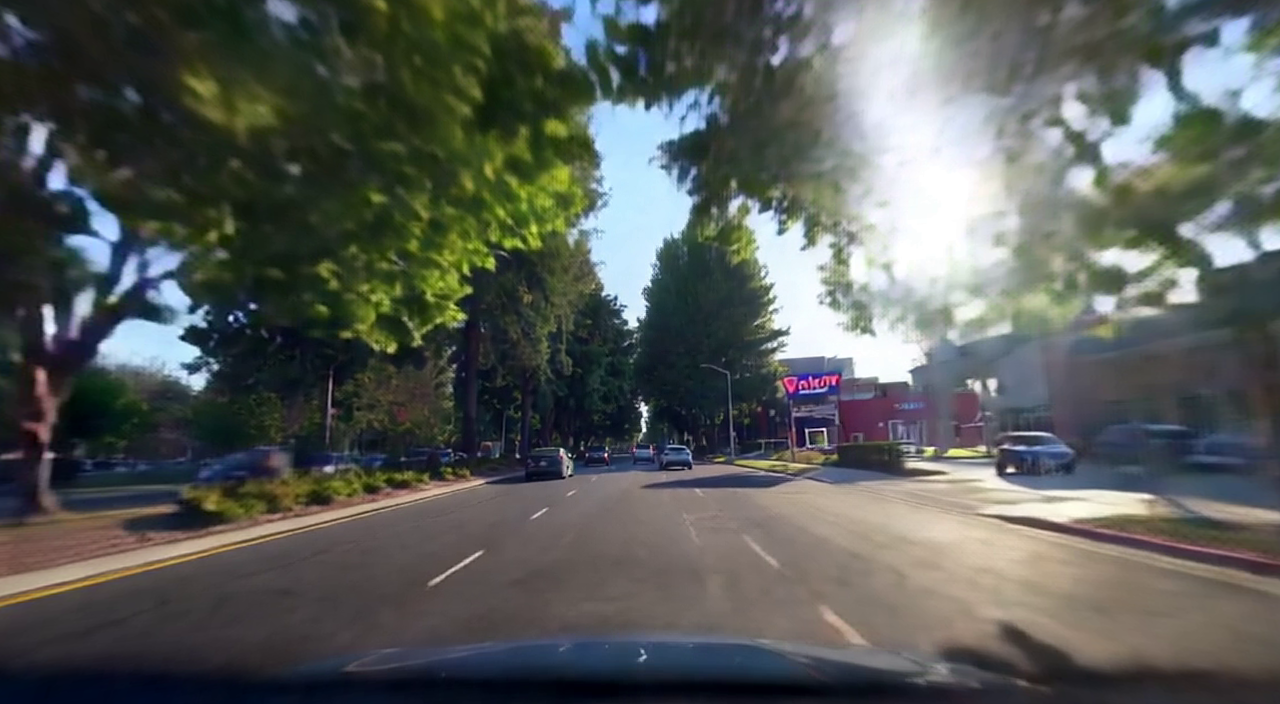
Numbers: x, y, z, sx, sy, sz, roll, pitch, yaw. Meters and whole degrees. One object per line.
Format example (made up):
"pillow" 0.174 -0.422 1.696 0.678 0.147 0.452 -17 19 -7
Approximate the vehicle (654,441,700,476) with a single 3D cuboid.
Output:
"vehicle" 1.747 5.158 30.749 1.922 1.579 3.642 0 -9 -2

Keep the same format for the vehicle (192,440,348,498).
"vehicle" -12.569 3.975 21.970 2.047 1.729 5.470 0 -9 1

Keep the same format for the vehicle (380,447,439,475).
"vehicle" -15.542 7.339 42.744 2.060 1.777 4.860 0 -9 1

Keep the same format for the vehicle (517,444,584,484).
"vehicle" -3.478 4.450 25.414 1.908 1.481 4.536 0 -9 2

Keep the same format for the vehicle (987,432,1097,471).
"vehicle" 15.830 3.932 25.083 1.823 1.413 3.884 0 -8 1

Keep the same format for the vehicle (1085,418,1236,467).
"vehicle" 20.861 3.684 25.614 1.982 1.794 4.853 0 -9 1
